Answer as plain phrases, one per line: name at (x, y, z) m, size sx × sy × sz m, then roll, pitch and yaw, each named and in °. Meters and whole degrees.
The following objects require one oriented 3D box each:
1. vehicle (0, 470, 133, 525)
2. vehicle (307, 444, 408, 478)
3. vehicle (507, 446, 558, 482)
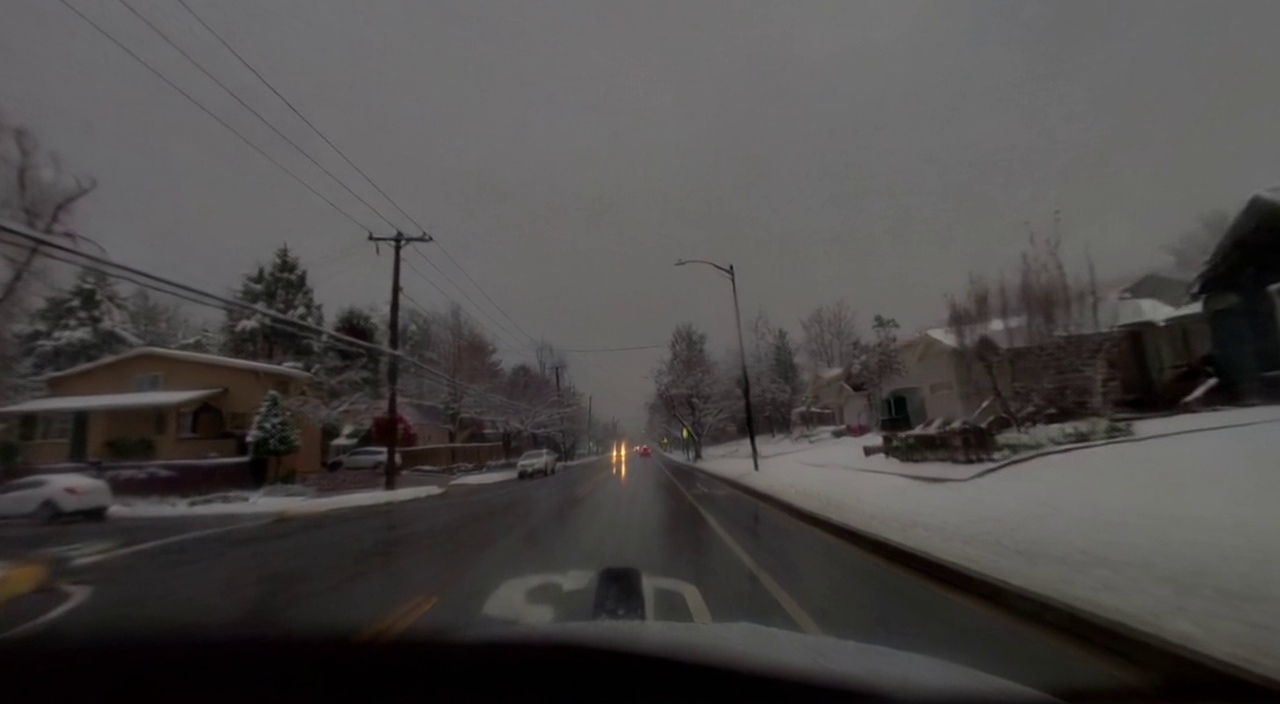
vehicle at (-17.798, 4.246, 18.640) m, size 4.321 × 1.452 × 1.911 m, roll -2°, pitch -9°, yaw 9°
vehicle at (-15.613, 6.015, 35.010) m, size 4.735 × 1.712 × 1.992 m, roll -2°, pitch -9°, yaw 9°
vehicle at (-6.544, 6.880, 38.892) m, size 2.176 × 1.885 × 5.174 m, roll -5°, pitch -10°, yaw -1°
